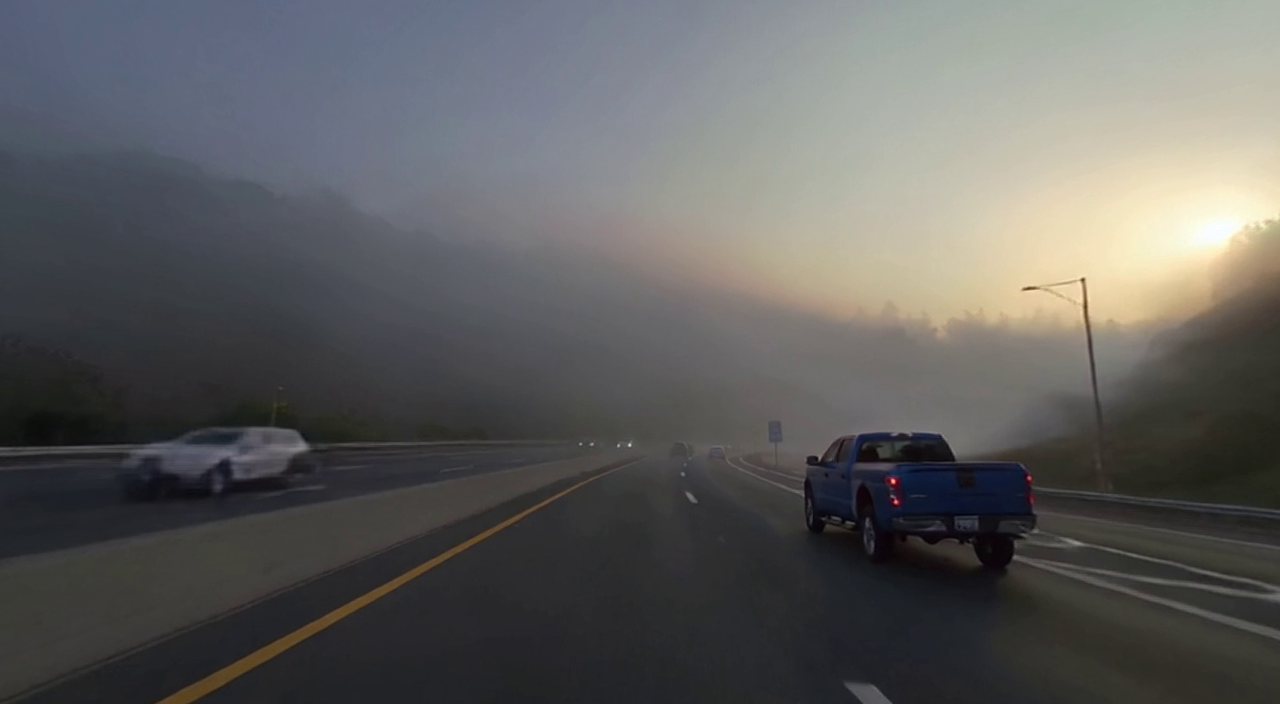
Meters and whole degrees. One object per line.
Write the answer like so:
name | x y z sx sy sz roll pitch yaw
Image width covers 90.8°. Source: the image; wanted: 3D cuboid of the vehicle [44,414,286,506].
vehicle | -10.274 2.383 14.234 2.011 1.723 4.375 0 -9 0

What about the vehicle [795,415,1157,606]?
vehicle | 3.679 1.812 8.241 2.151 1.744 4.709 0 -9 1
